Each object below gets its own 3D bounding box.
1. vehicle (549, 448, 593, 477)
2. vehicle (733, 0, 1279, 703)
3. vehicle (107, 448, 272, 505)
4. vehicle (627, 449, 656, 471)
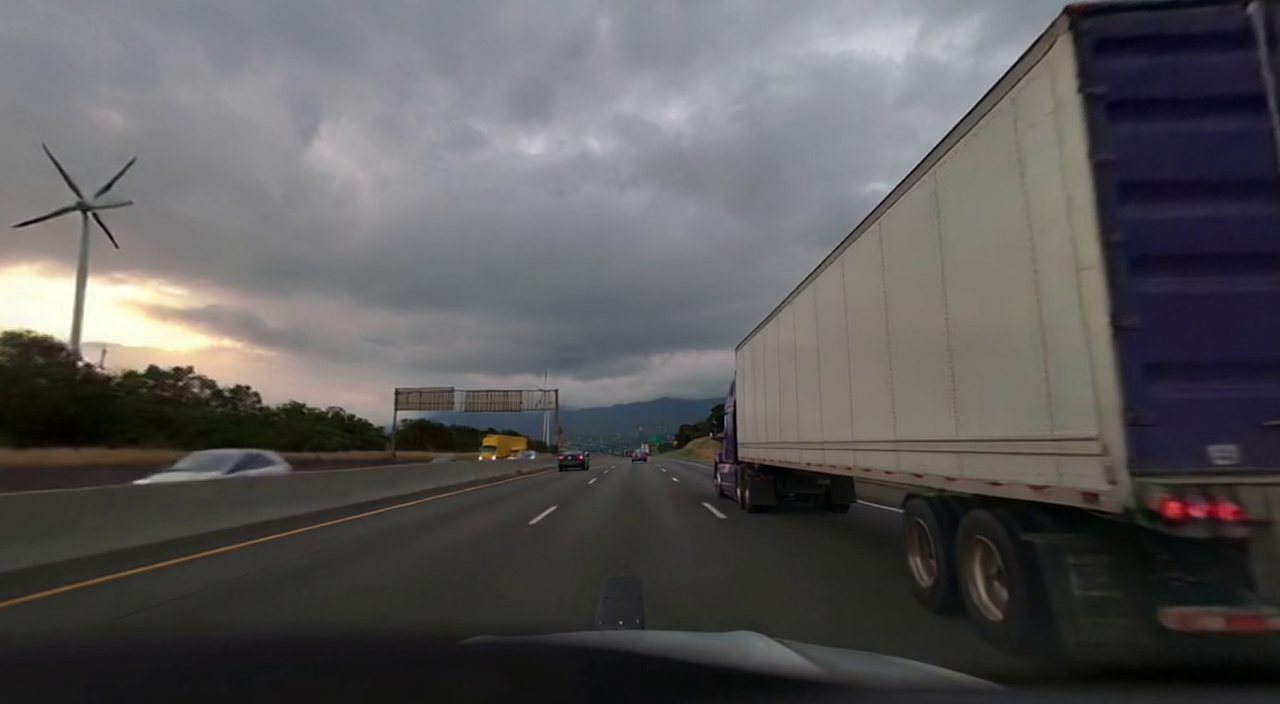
[{"bbox_3d":[-3.838,6.190,35.609,1.952,1.521,4.095,0,-9,1],"label":"vehicle"},{"bbox_3d":[3.820,0.780,8.343,2.947,3.989,13.568,0,-9,-1],"label":"vehicle"},{"bbox_3d":[-12.127,3.329,17.319,1.780,1.383,3.624,0,-9,1],"label":"vehicle"},{"bbox_3d":[0.073,7.638,44.923,1.931,1.453,3.695,0,-9,-1],"label":"vehicle"}]
